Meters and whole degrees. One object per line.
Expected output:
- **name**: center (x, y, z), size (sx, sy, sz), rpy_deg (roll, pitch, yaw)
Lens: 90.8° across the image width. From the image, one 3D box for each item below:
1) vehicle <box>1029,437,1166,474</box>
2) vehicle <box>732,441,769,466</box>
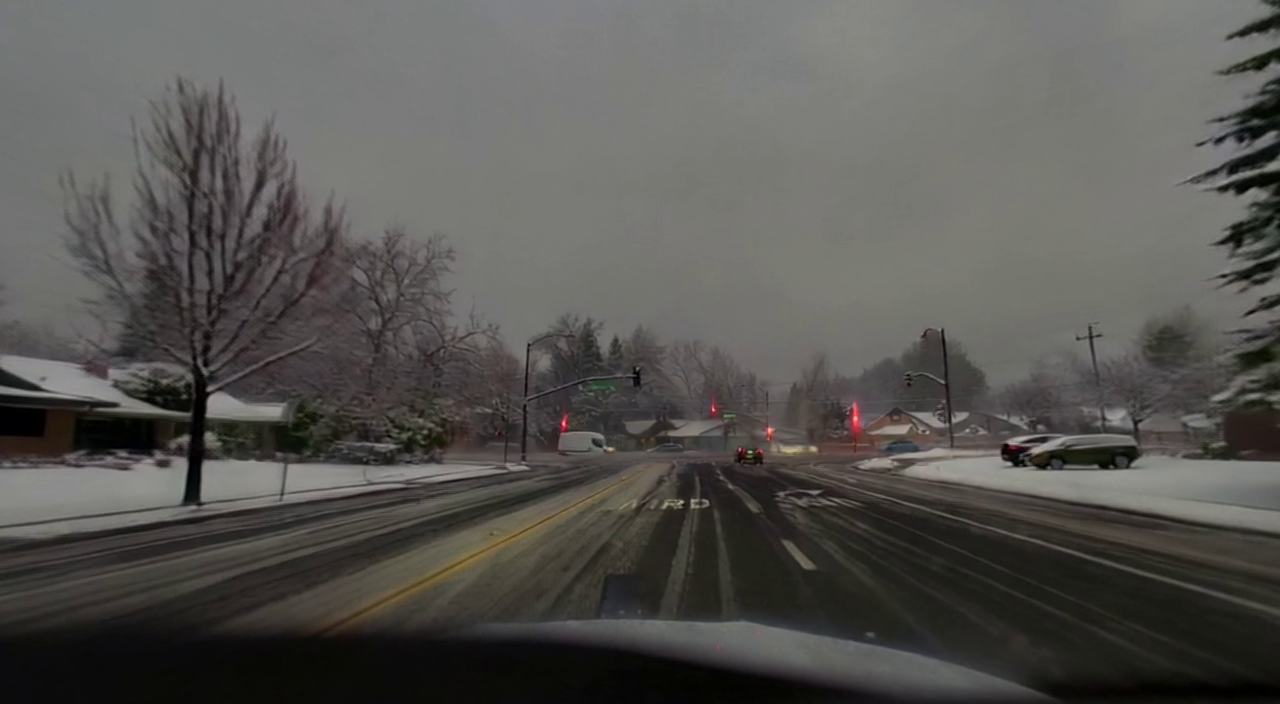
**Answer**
- **vehicle**: center (18.814, 4.262, 26.168), size (4.104, 1.449, 1.896), rpy_deg (-1, -9, 5)
- **vehicle**: center (7.112, 6.592, 41.146), size (1.947, 1.485, 4.336), rpy_deg (-1, -9, 5)
